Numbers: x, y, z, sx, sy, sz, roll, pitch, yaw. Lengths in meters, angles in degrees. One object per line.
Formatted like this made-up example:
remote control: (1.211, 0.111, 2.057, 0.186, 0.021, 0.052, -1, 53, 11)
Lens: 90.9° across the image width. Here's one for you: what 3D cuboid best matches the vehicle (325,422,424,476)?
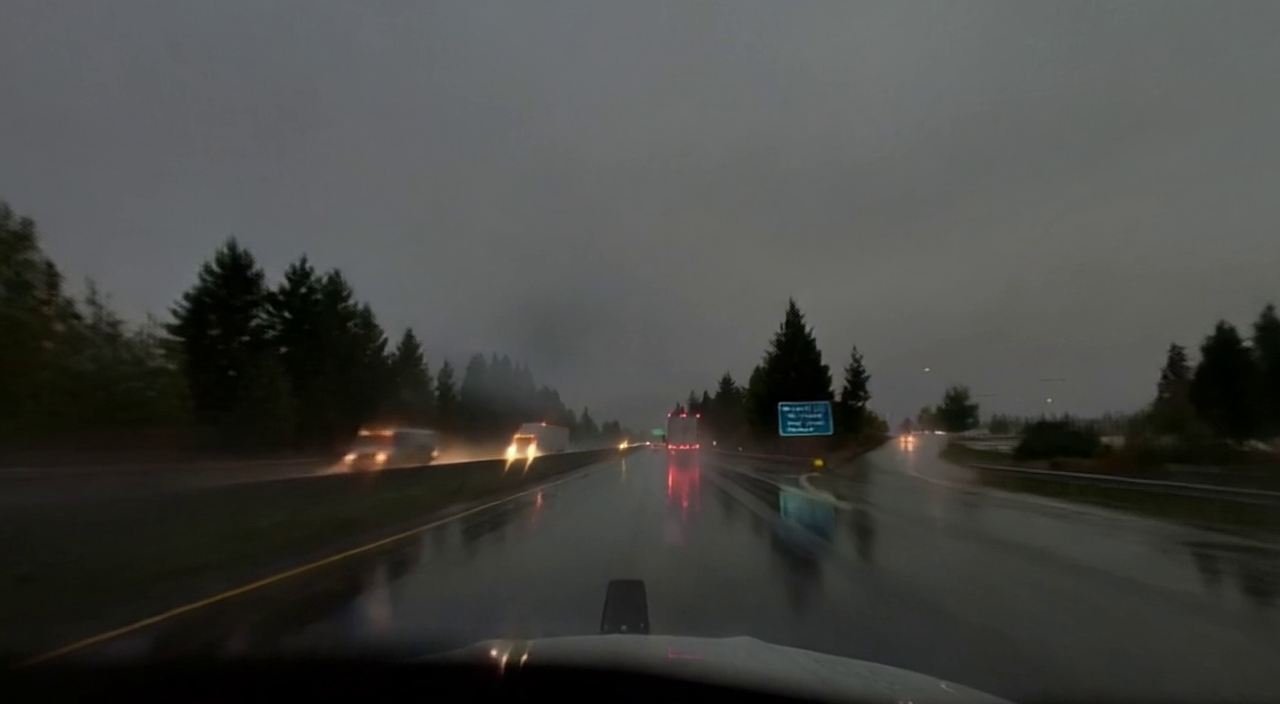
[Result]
vehicle: (-13.424, 4.998, 32.426, 2.317, 2.481, 5.878, -1, -9, 3)
